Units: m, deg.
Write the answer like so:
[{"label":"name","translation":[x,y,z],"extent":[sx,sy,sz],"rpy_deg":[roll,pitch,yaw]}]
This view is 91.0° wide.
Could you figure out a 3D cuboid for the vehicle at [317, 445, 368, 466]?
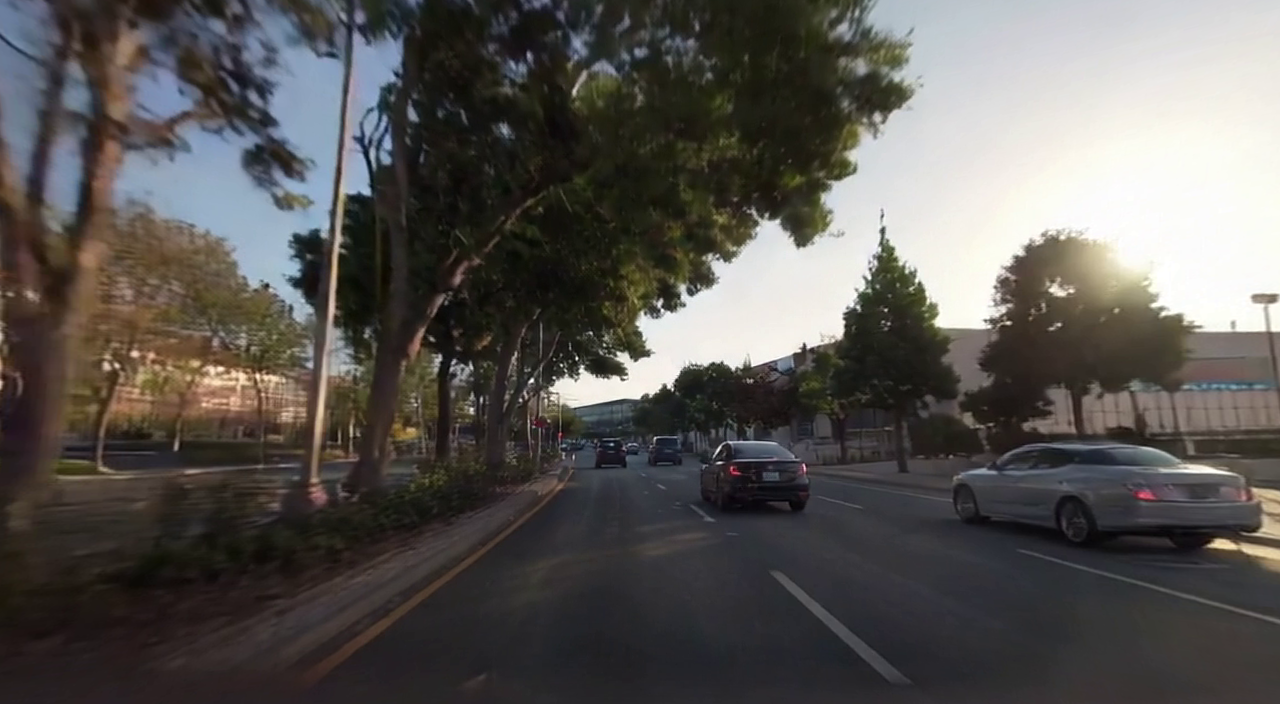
[{"label":"vehicle","translation":[-21.867,7.618,46.439],"extent":[1.880,1.480,4.427],"rpy_deg":[0,-8,-4]}]

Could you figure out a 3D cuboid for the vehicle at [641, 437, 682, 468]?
[{"label":"vehicle","translation":[1.225,6.112,38.362],"extent":[2.000,1.745,4.206],"rpy_deg":[1,-8,-5]}]

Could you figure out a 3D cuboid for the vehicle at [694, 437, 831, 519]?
[{"label":"vehicle","translation":[2.383,2.577,13.434],"extent":[1.883,1.452,4.258],"rpy_deg":[0,-8,-3]}]

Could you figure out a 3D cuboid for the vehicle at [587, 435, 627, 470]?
[{"label":"vehicle","translation":[-1.836,5.504,34.639],"extent":[2.051,1.798,4.168],"rpy_deg":[0,-8,-4]}]

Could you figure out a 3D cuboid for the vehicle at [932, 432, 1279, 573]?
[{"label":"vehicle","translation":[6.166,1.906,8.842],"extent":[1.917,1.457,4.274],"rpy_deg":[0,-8,-2]}]
